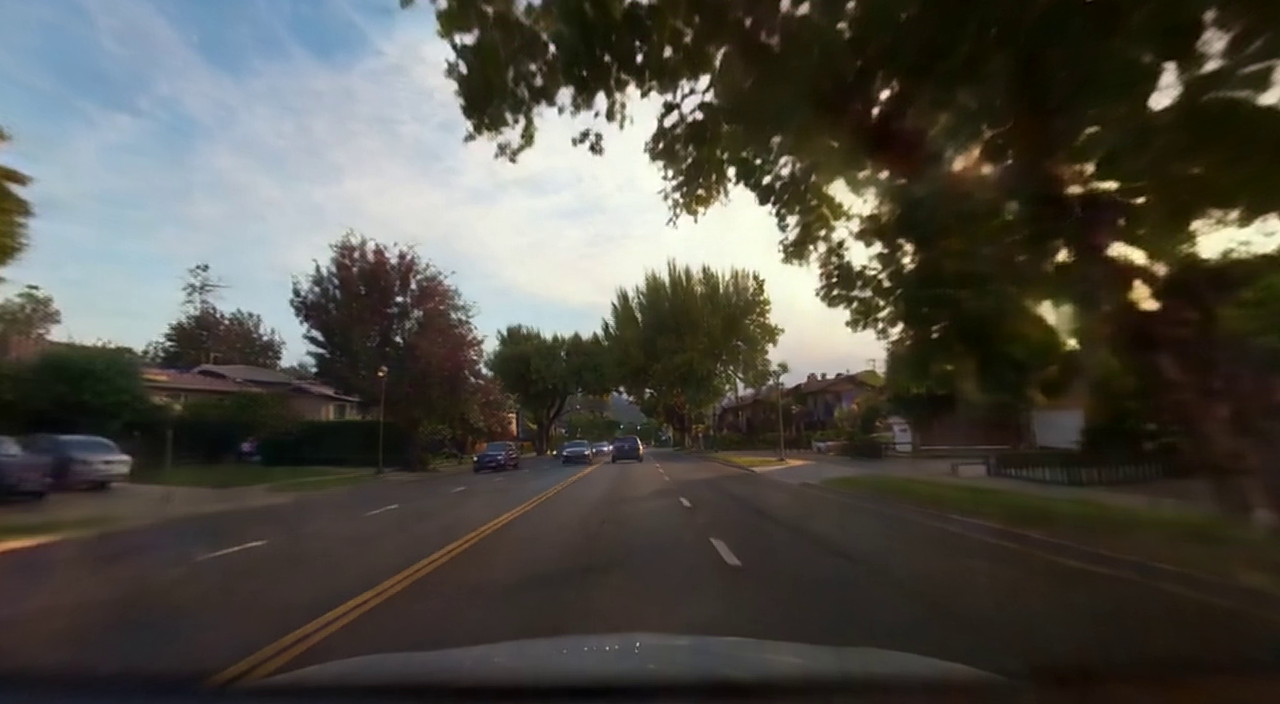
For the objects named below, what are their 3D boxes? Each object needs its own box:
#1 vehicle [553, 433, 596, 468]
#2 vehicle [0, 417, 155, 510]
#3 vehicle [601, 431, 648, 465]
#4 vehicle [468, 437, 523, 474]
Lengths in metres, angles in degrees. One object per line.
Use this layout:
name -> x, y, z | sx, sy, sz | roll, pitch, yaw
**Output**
vehicle -> -3.847, 5.875, 37.707 | 1.991, 1.794, 4.572 | -3, -9, 0
vehicle -> -15.819, 2.865, 16.393 | 2.385, 2.081, 5.237 | 0, -9, -2
vehicle -> -0.840, 5.782, 38.095 | 2.554, 1.902, 5.329 | 0, -9, 1
vehicle -> -7.885, 5.695, 34.859 | 1.978, 1.744, 4.301 | -4, -9, 0
